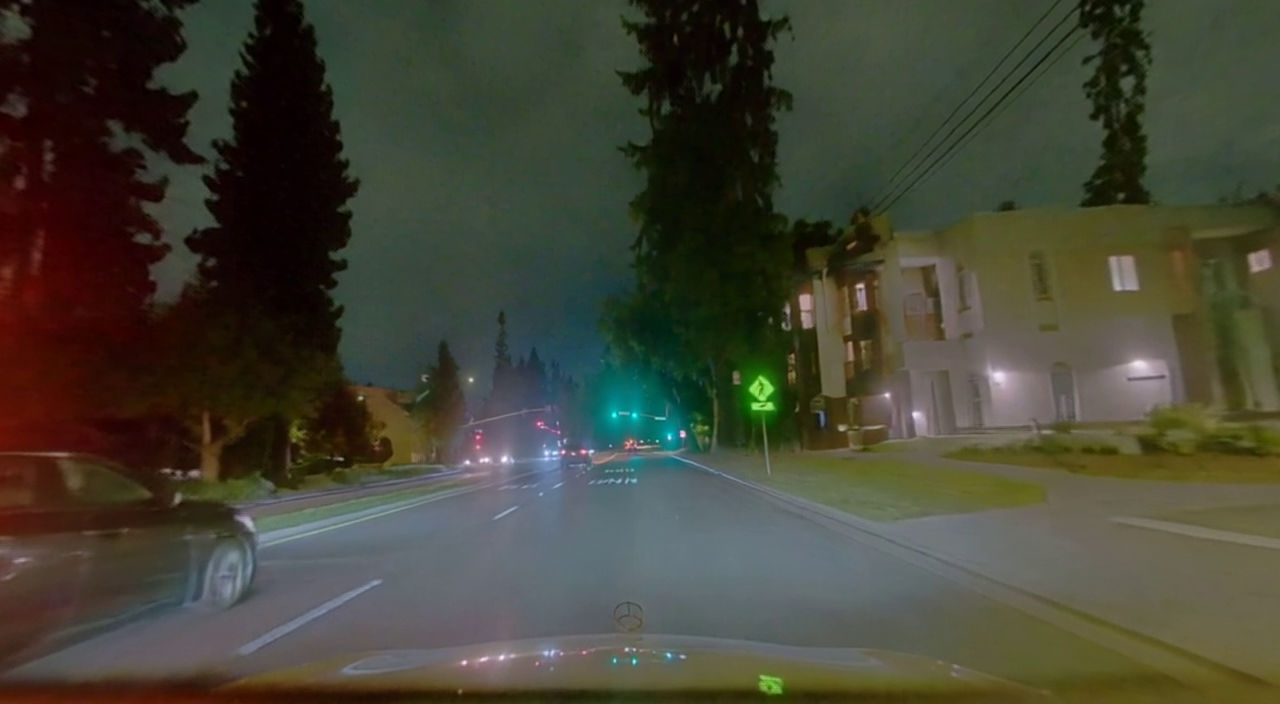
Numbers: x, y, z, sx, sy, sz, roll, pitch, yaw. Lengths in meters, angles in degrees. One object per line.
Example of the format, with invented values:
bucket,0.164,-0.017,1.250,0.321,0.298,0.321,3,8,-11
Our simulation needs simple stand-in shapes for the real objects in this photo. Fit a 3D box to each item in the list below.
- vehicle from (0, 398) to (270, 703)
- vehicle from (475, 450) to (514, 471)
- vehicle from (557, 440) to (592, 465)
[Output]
vehicle,-4.590,1.136,3.557,2.169,1.706,4.638,0,-8,0
vehicle,-11.245,8.412,49.179,2.032,1.493,4.761,0,-8,-1
vehicle,-4.712,7.276,46.006,2.065,1.714,4.272,0,-8,1
